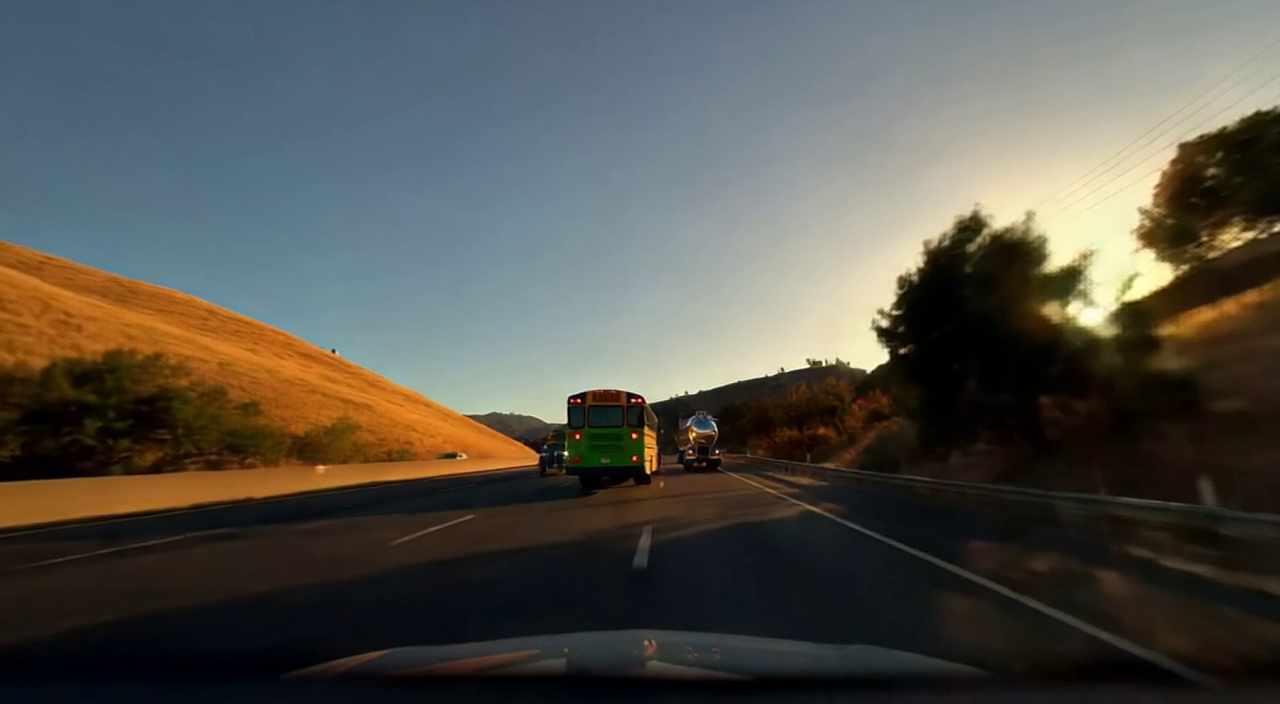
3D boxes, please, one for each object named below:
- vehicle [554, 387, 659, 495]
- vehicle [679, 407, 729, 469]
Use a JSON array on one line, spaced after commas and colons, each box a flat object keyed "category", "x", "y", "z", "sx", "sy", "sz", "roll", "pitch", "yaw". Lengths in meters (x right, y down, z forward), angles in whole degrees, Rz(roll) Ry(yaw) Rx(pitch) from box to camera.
[{"category": "vehicle", "x": -0.869, "y": 3.465, "z": 24.503, "sx": 2.948, "sy": 3.265, "sz": 10.569, "roll": 0, "pitch": -8, "yaw": 3}, {"category": "vehicle", "x": 4.104, "y": 5.774, "z": 41.744, "sx": 2.716, "sy": 3.705, "sz": 7.018, "roll": 0, "pitch": -9, "yaw": 1}]
